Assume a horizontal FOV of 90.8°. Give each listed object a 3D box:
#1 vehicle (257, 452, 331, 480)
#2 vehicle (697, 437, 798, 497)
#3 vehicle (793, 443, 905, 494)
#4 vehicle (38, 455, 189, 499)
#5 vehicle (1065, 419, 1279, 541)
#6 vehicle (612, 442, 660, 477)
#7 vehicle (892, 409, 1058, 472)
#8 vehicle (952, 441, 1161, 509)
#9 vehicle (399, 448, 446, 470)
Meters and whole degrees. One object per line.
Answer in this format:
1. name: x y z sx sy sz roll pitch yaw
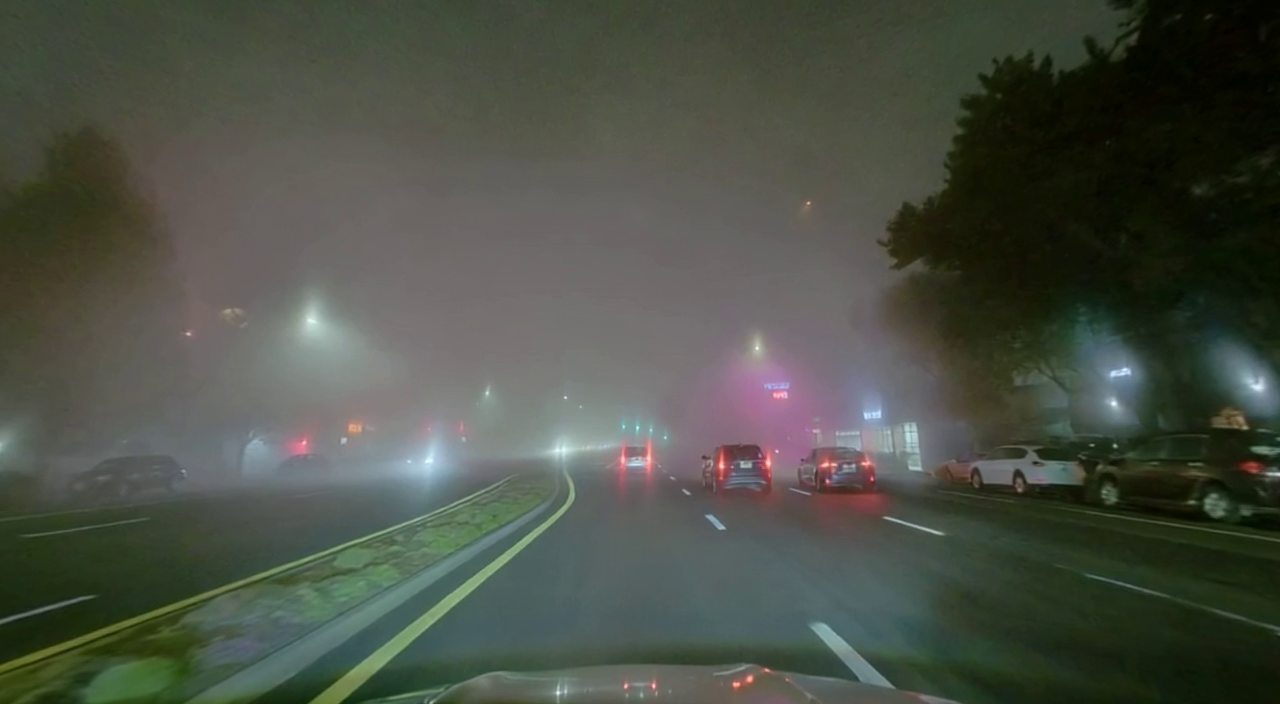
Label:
1. vehicle: -20.383 6.713 37.444 1.925 1.454 4.529 0 -8 -2
2. vehicle: 3.036 3.356 18.868 2.072 1.545 4.578 0 -8 -2
3. vehicle: 6.494 3.649 20.247 1.952 1.449 4.544 0 -8 -1
4. vehicle: -20.386 4.815 24.796 1.914 1.471 4.640 0 -8 0
5. vehicle: 10.163 2.141 11.127 2.068 1.722 4.556 0 -8 -1
6. vehicle: -0.194 4.967 29.466 2.052 1.461 4.324 0 -8 0
7. vehicle: 17.523 4.682 33.427 7.127 3.093 2.760 0 -8 0
8. vehicle: 10.407 3.071 16.365 2.030 1.479 4.624 1 -8 -4
9. vehicle: -15.039 7.384 43.783 1.878 1.481 3.663 0 -8 1
